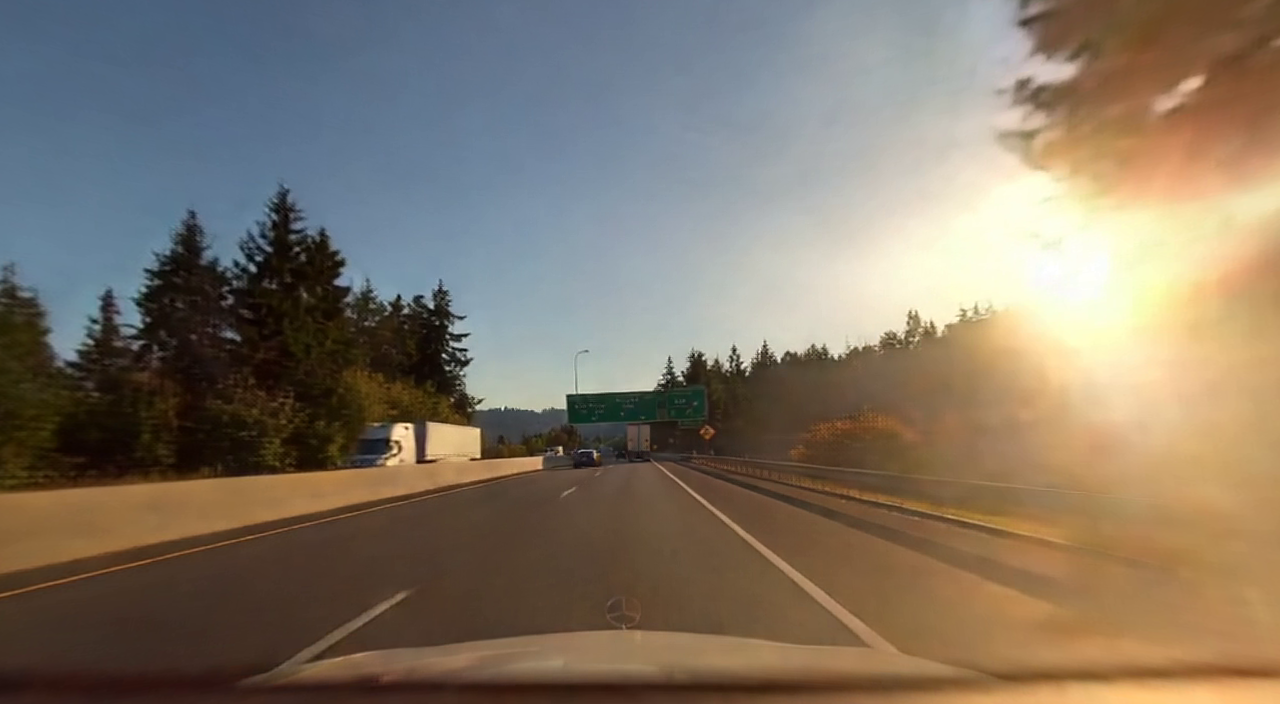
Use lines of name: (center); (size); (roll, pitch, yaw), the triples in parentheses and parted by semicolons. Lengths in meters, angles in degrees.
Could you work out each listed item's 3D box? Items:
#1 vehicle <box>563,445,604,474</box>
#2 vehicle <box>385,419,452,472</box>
vehicle: (-3.396, 6.573, 38.850); (2.081, 1.682, 4.425); (0, -9, 0)
vehicle: (-17.231, 7.348, 49.479); (3.005, 3.872, 5.858); (0, -9, 0)
